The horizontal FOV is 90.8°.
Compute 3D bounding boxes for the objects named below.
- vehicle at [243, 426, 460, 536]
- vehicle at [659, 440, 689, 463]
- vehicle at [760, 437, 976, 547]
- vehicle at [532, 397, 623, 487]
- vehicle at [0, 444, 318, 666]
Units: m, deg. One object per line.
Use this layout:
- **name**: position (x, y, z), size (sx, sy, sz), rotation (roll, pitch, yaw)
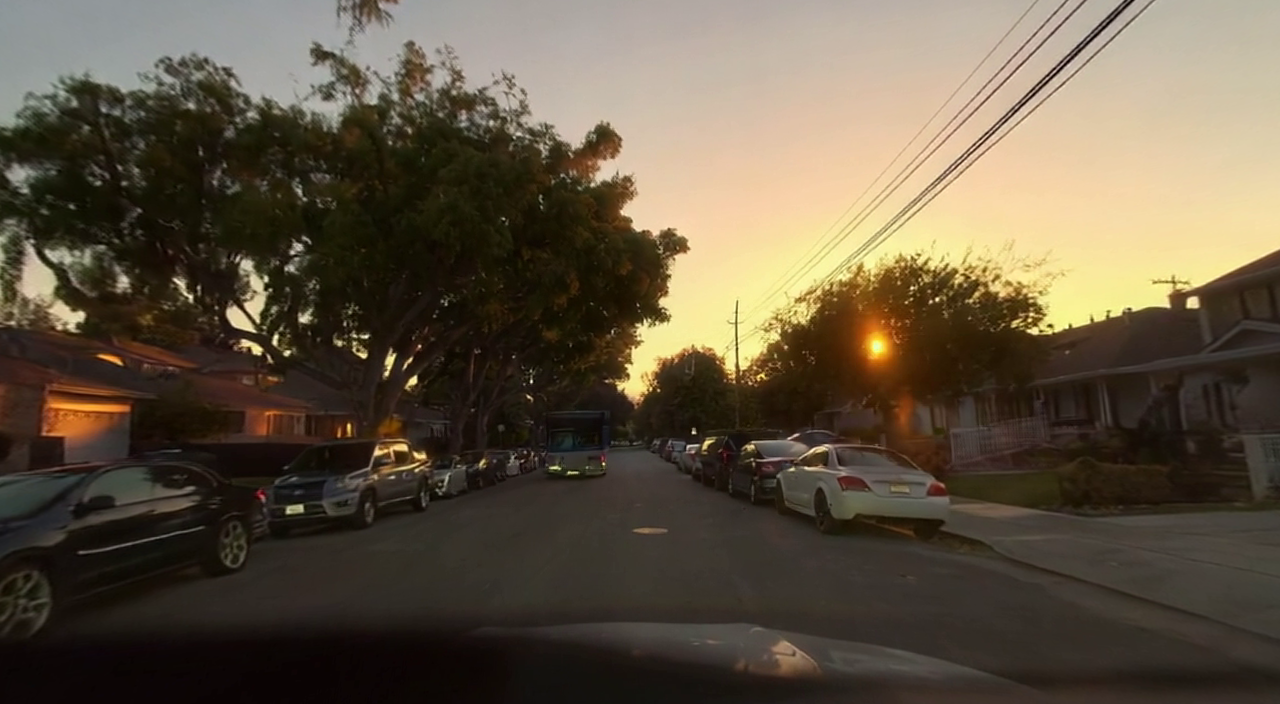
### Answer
- **vehicle**: position (-5.479, 2.499, 13.044), size (2.002, 1.781, 5.380), rotation (0, -8, -1)
- **vehicle**: position (2.573, 7.650, 48.528), size (1.878, 1.664, 4.033), rotation (0, -8, -3)
- **vehicle**: position (3.537, 2.224, 10.795), size (1.813, 1.468, 4.267), rotation (1, -8, -5)
- **vehicle**: position (-2.128, 3.412, 23.948), size (2.716, 2.887, 6.781), rotation (0, -8, 0)
- **vehicle**: position (-5.216, 1.614, 5.951), size (1.861, 1.474, 4.749), rotation (0, -8, 0)
